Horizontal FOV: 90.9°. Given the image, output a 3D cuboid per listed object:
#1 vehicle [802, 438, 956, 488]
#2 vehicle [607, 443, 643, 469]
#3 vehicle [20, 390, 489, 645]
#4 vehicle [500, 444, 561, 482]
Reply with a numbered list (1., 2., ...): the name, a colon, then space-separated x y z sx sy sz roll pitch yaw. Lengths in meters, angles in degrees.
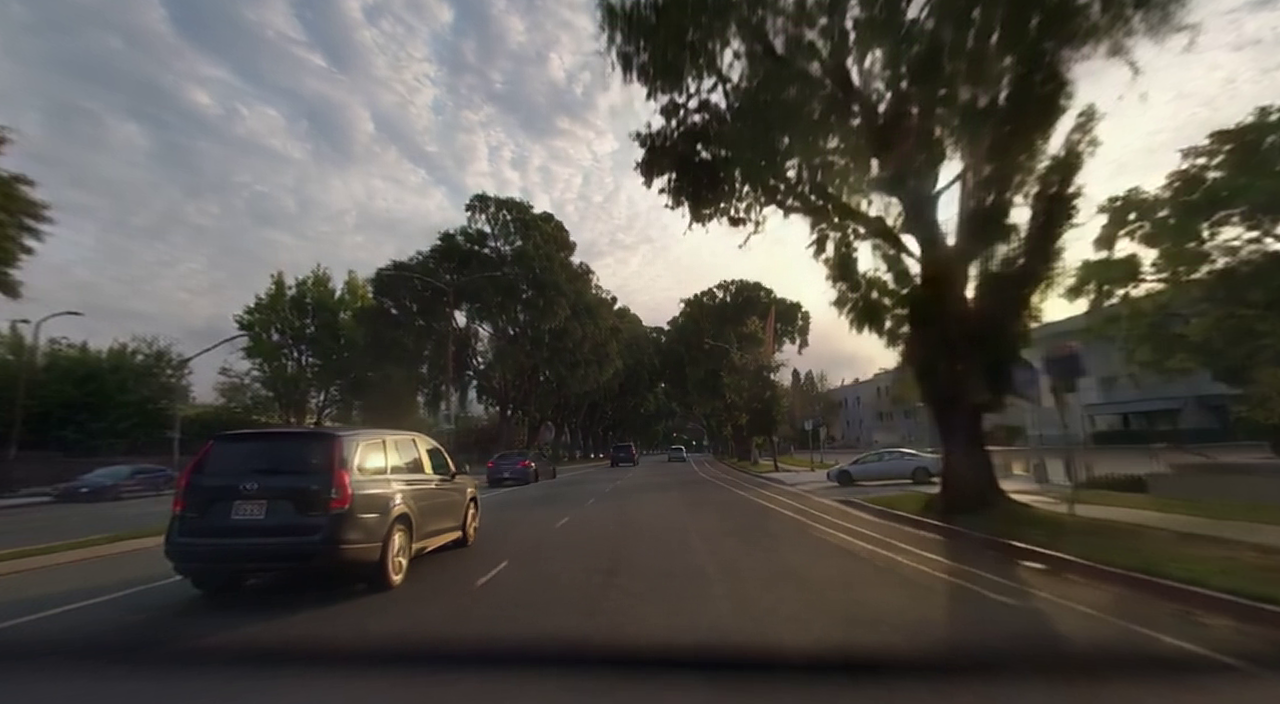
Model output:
1. vehicle: 8.433 3.968 22.699 4.824 1.646 2.077 -2 -9 11
2. vehicle: -1.084 7.788 47.427 2.255 1.806 4.710 -1 -9 4
3. vehicle: -3.203 1.476 6.614 2.123 1.761 4.322 0 -9 1
4. vehicle: -5.357 5.478 31.367 1.985 1.708 4.310 -1 -9 4
